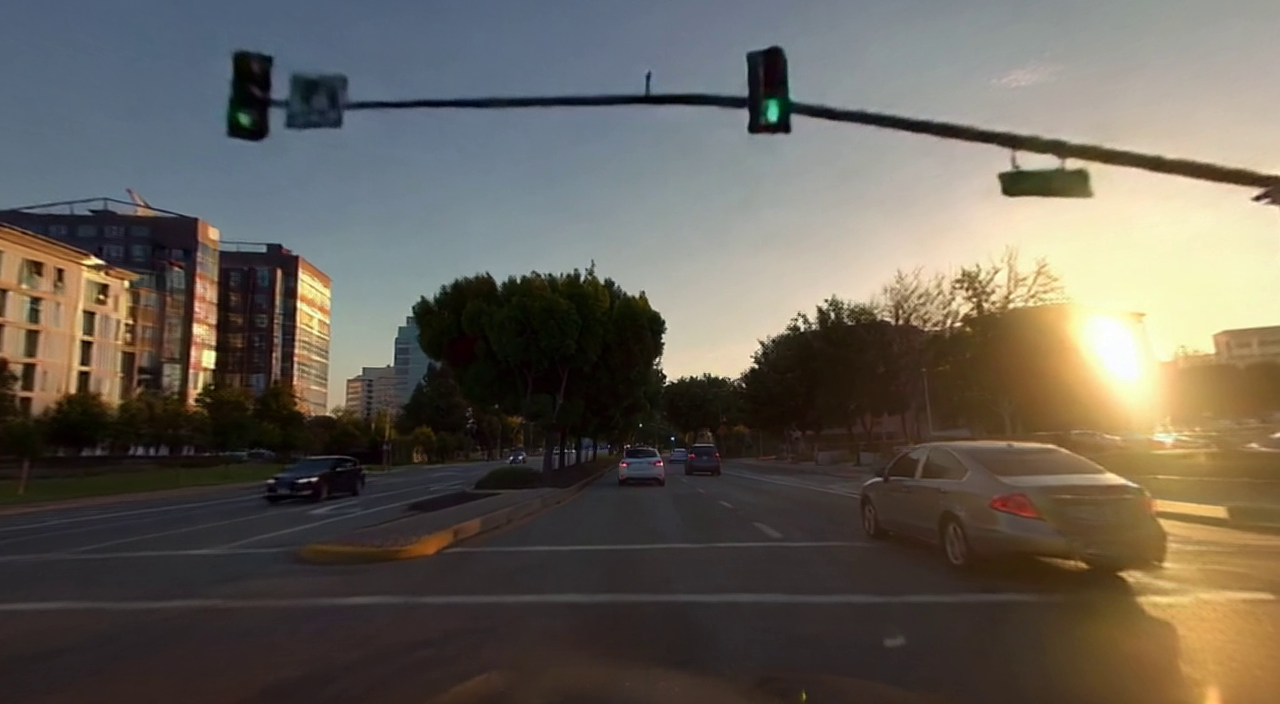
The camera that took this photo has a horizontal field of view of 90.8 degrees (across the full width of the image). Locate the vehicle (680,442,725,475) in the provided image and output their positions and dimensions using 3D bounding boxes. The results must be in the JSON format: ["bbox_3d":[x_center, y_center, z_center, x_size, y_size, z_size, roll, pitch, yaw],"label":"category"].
[{"bbox_3d":[3.604,6.284,37.551,2.107,1.773,4.557,0,-8,-1],"label":"vehicle"}]

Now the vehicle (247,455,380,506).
[{"bbox_3d":[-10.940,4.322,21.640,2.043,1.456,4.627,0,-8,1],"label":"vehicle"}]

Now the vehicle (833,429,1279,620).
[{"bbox_3d":[3.944,1.677,7.207,2.049,1.473,4.425,0,-8,0],"label":"vehicle"}]

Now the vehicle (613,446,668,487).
[{"bbox_3d":[0.040,4.564,25.540,2.034,1.500,3.966,0,-8,1],"label":"vehicle"}]
